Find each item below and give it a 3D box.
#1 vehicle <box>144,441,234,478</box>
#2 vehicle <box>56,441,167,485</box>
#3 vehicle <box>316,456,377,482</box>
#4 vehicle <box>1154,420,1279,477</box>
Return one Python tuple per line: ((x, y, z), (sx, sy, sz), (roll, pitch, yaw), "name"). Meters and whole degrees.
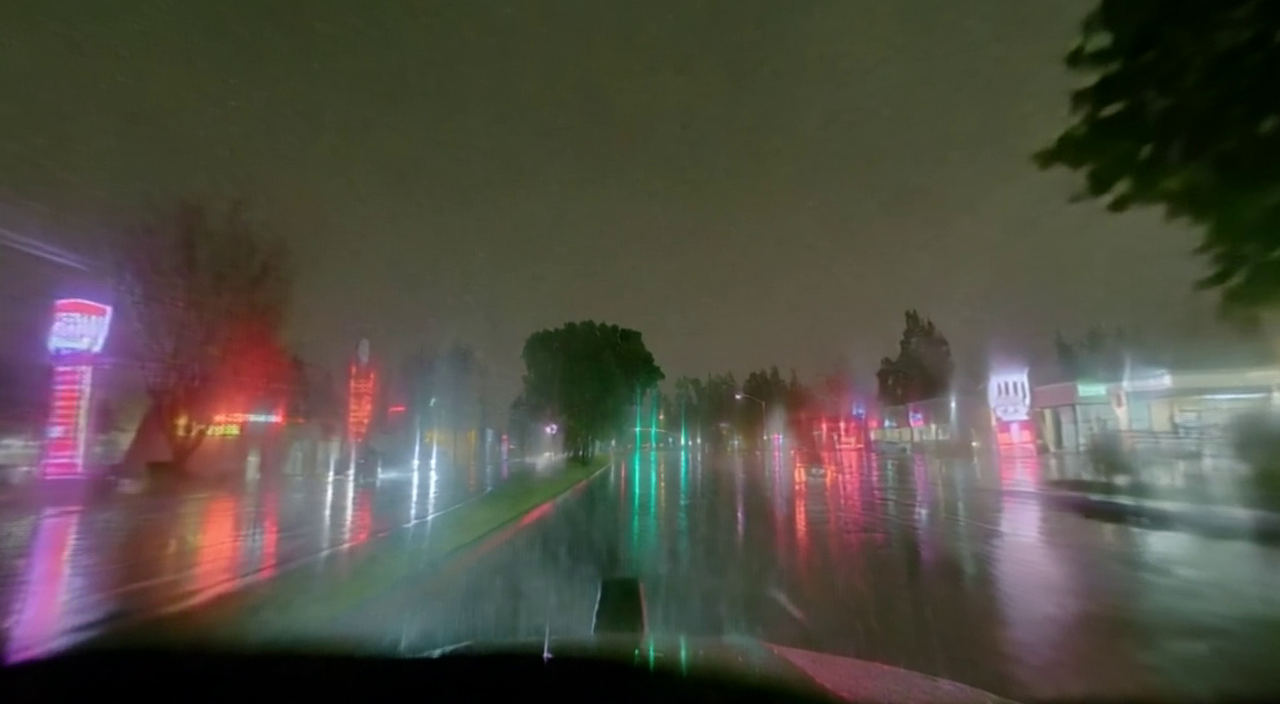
((-29.813, 7.058, 41.725), (5.867, 2.279, 2.342), (-5, -10, 28), "vehicle")
((-29.731, 6.157, 35.519), (5.630, 2.280, 2.513), (-4, -9, 26), "vehicle")
((-19.417, 7.722, 42.017), (2.012, 1.471, 4.613), (-2, -8, -2), "vehicle")
((21.313, 3.257, 21.291), (2.480, 1.766, 6.529), (0, -8, 0), "vehicle")
